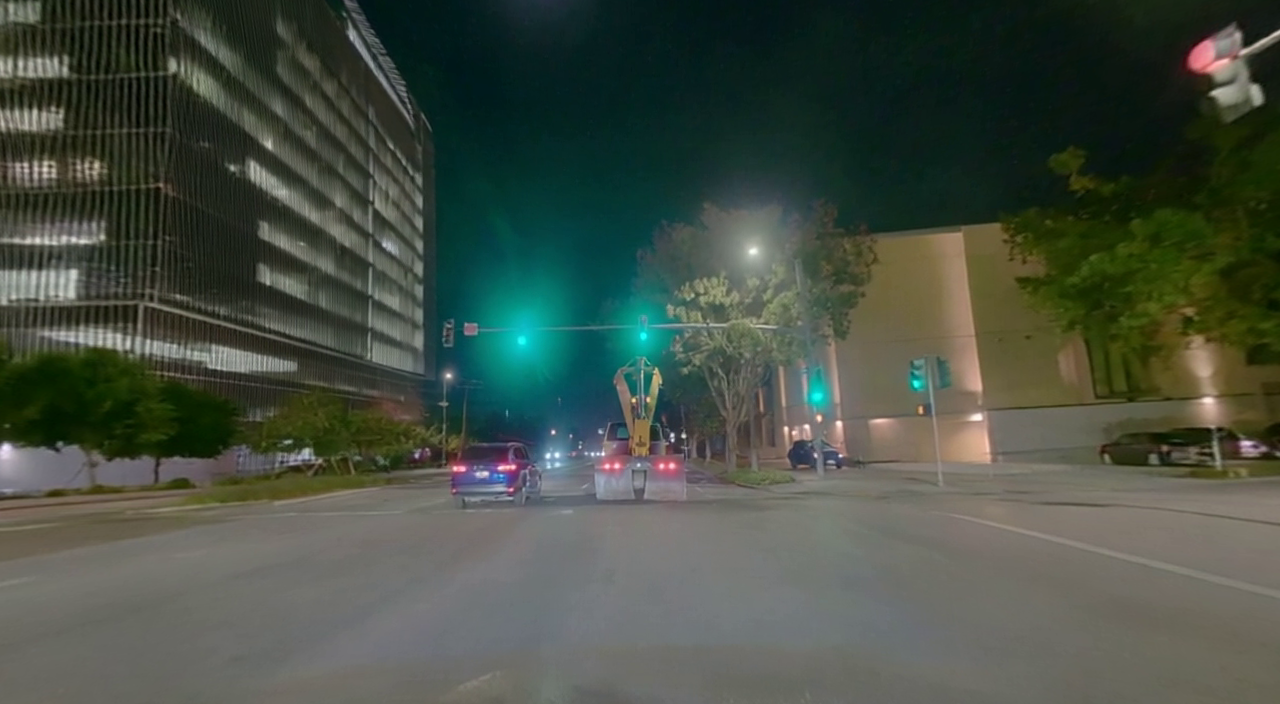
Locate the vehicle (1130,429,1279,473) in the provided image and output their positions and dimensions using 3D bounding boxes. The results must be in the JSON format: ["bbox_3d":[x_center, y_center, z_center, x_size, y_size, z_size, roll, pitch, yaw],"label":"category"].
[{"bbox_3d":[20.775,3.657,23.081,1.767,1.440,4.261,1,-10,-10],"label":"vehicle"}]

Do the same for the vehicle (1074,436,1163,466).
[{"bbox_3d":[25.454,5.255,33.574,3.565,1.369,1.647,-1,-9,-12],"label":"vehicle"}]

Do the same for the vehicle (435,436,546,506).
[{"bbox_3d":[-3.961,3.222,17.529,2.081,1.688,4.235,0,-9,0],"label":"vehicle"}]

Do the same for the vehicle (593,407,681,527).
[{"bbox_3d":[-0.215,4.213,24.075,2.552,3.461,11.044,0,-9,-1],"label":"vehicle"}]

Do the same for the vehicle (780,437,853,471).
[{"bbox_3d":[10.131,5.898,36.664,2.186,1.783,4.716,0,-9,-11],"label":"vehicle"}]
